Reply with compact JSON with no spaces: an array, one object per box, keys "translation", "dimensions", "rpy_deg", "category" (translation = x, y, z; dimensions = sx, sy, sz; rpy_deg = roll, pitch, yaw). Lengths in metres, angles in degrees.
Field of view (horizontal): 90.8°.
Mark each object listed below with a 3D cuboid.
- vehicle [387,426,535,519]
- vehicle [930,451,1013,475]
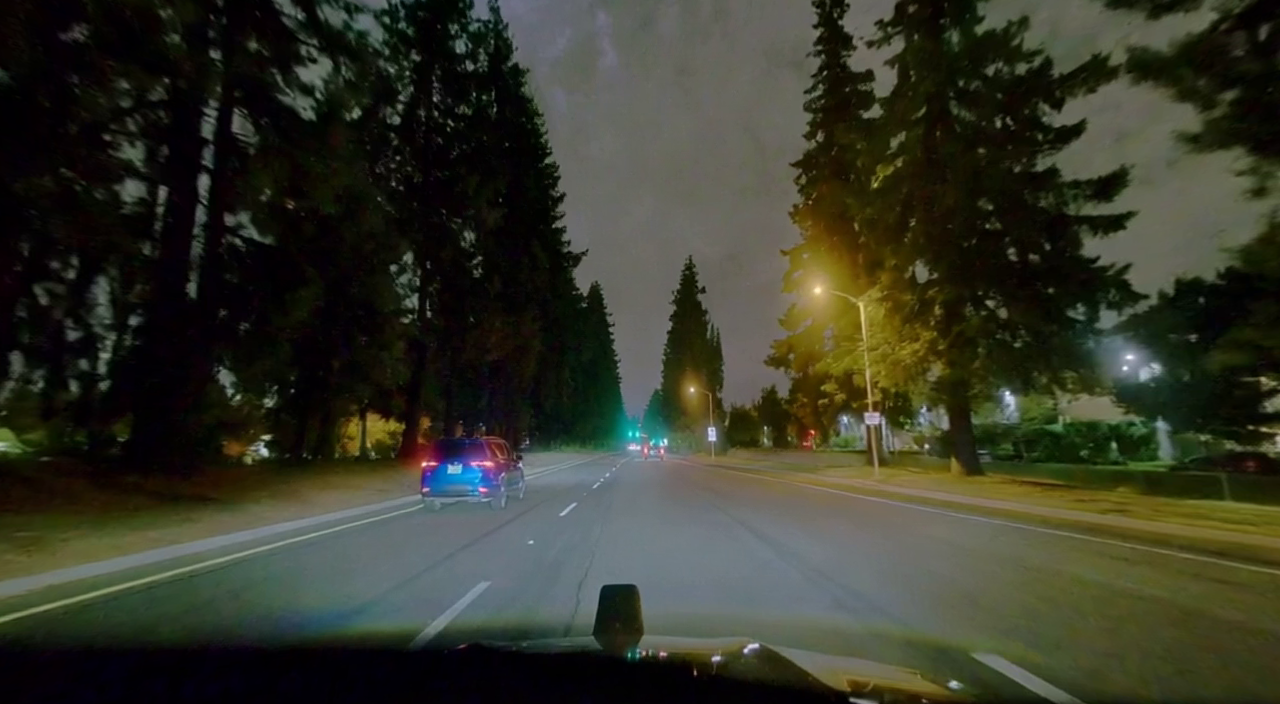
[{"translation":[-3.772,2.614,14.253],"dimensions":[2.078,1.748,4.279],"rpy_deg":[0,-8,0],"category":"vehicle"},{"translation":[20.855,6.994,39.878],"dimensions":[4.145,1.418,1.988],"rpy_deg":[-1,-8,8],"category":"vehicle"}]
